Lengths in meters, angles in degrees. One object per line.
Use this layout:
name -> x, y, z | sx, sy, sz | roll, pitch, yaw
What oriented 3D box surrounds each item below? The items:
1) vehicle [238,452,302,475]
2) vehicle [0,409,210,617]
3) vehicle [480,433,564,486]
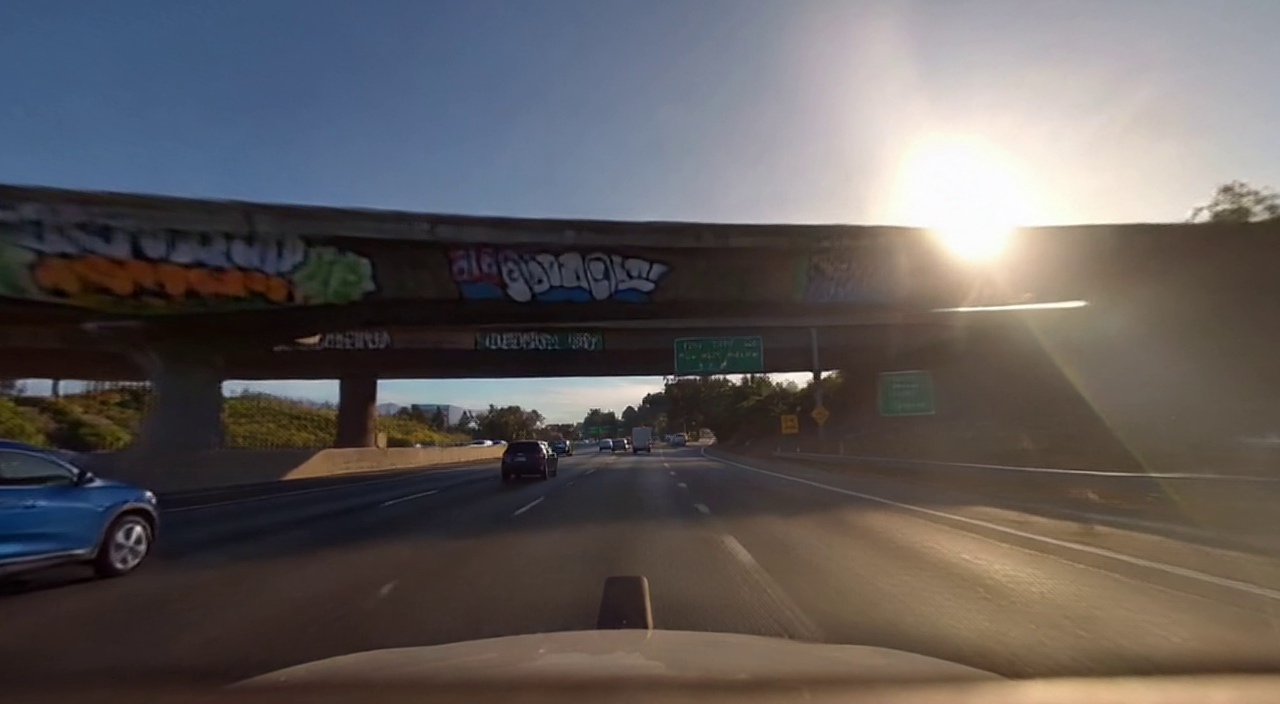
vehicle -> -24.952, 7.503, 42.506 | 1.802, 1.451, 4.199 | 0, -8, 0
vehicle -> -6.057, 1.333, 5.371 | 1.969, 1.633, 3.962 | 0, -8, -1
vehicle -> -4.110, 3.824, 22.658 | 2.154, 1.693, 4.394 | 0, -8, 0
